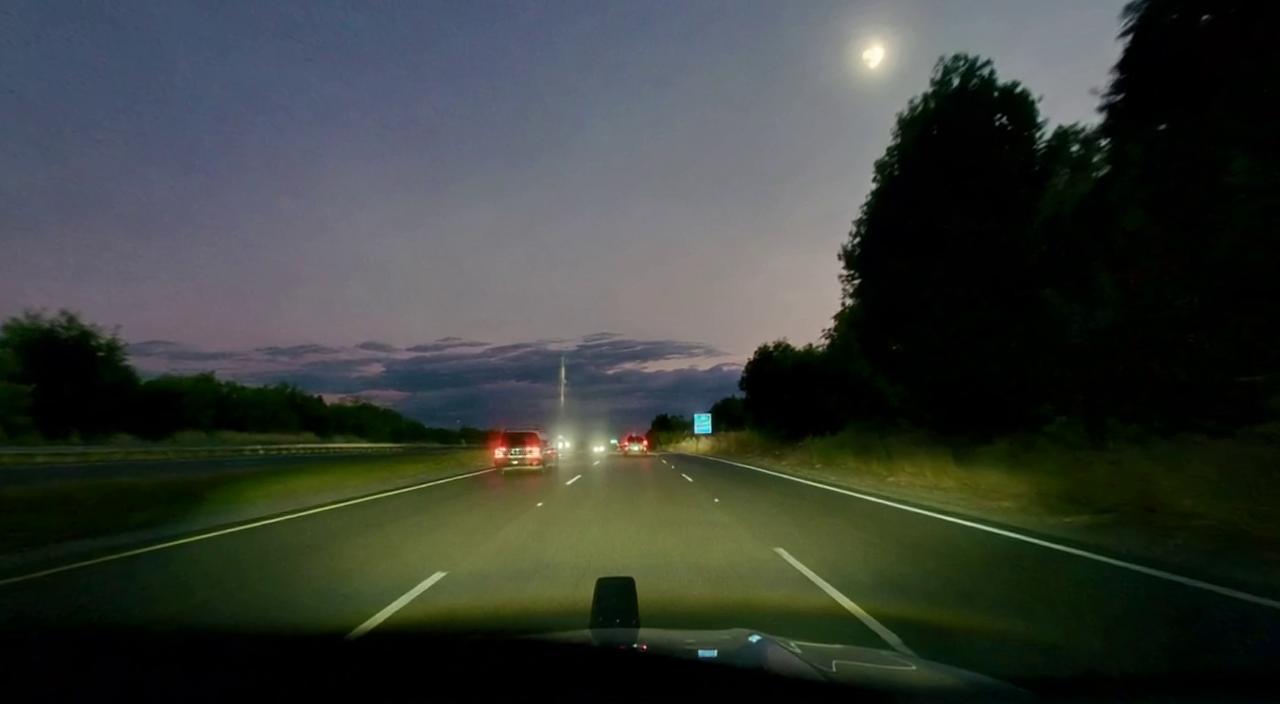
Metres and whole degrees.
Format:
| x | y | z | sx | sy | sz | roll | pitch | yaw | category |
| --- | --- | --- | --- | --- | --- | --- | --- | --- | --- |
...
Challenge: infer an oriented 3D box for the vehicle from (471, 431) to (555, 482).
| x | y | z | sx | sy | sz | roll | pitch | yaw | category |
| --- | --- | --- | --- | --- | --- | --- | --- | --- | --- |
| -4.245 | 3.550 | 21.757 | 2.062 | 1.567 | 4.117 | 0 | -8 | 0 | vehicle |

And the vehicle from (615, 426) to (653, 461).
| x | y | z | sx | sy | sz | roll | pitch | yaw | category |
| --- | --- | --- | --- | --- | --- | --- | --- | --- | --- |
| -0.372 | 5.613 | 38.678 | 2.223 | 1.957 | 4.416 | 0 | -8 | -1 | vehicle |
